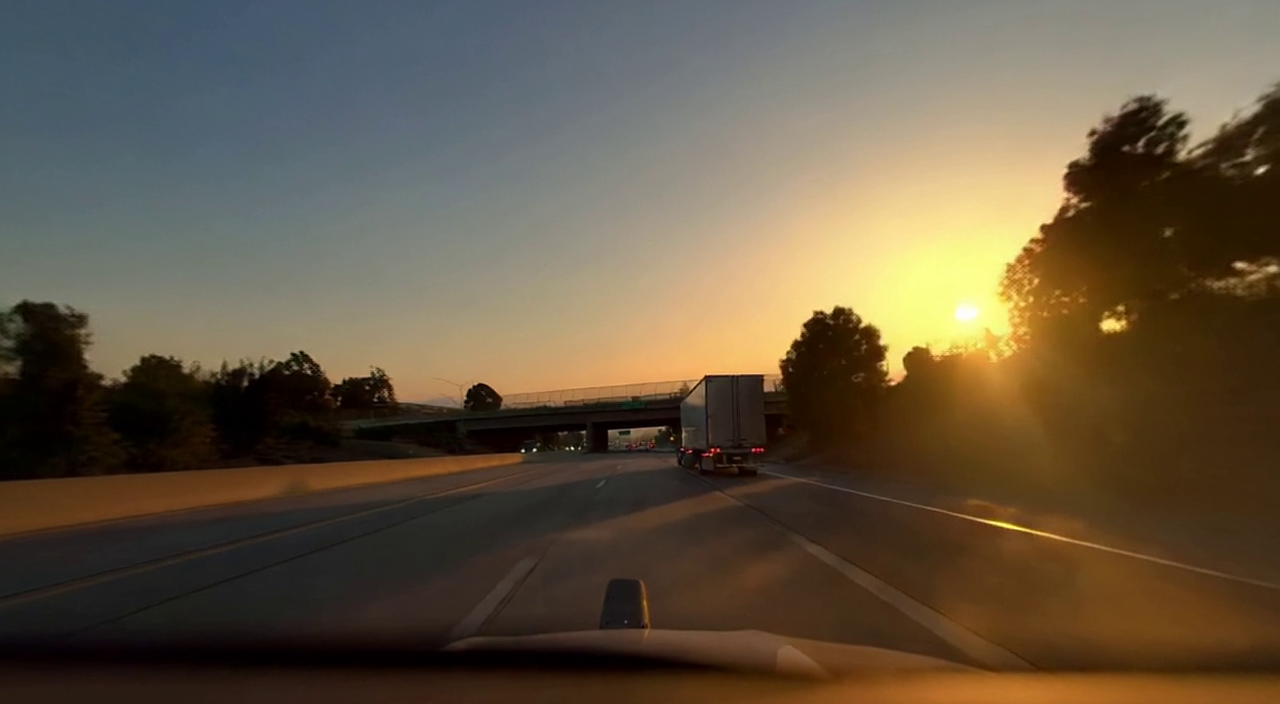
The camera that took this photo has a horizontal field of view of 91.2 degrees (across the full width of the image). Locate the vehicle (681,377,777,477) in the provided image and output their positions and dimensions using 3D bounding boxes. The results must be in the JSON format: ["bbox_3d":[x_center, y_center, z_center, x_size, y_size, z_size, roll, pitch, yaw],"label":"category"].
[{"bbox_3d":[4.095,4.113,32.845,2.933,4.100,14.317,0,-8,0],"label":"vehicle"}]
